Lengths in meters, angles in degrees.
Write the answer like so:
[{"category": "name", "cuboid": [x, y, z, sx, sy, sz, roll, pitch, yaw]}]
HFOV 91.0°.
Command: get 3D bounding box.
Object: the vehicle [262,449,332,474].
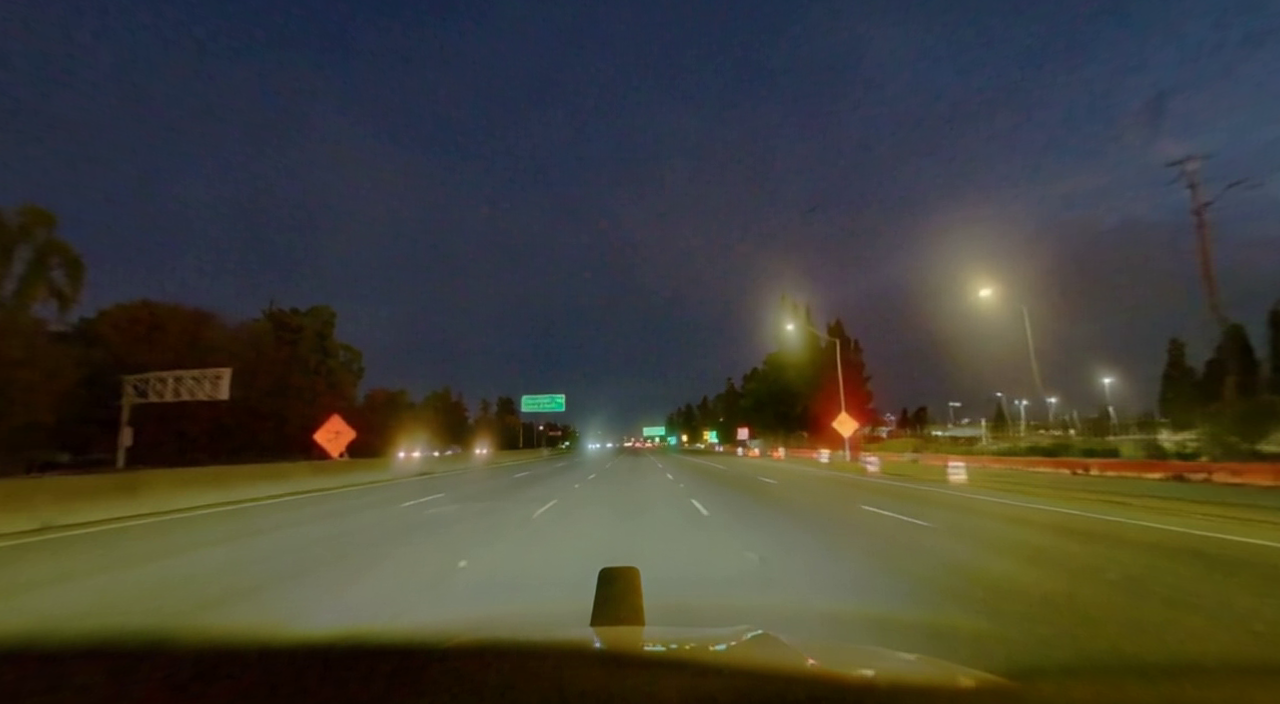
[{"category": "vehicle", "cuboid": [-22.237, 7.115, 41.024, 1.924, 1.477, 4.785, 0, -9, -1]}]
